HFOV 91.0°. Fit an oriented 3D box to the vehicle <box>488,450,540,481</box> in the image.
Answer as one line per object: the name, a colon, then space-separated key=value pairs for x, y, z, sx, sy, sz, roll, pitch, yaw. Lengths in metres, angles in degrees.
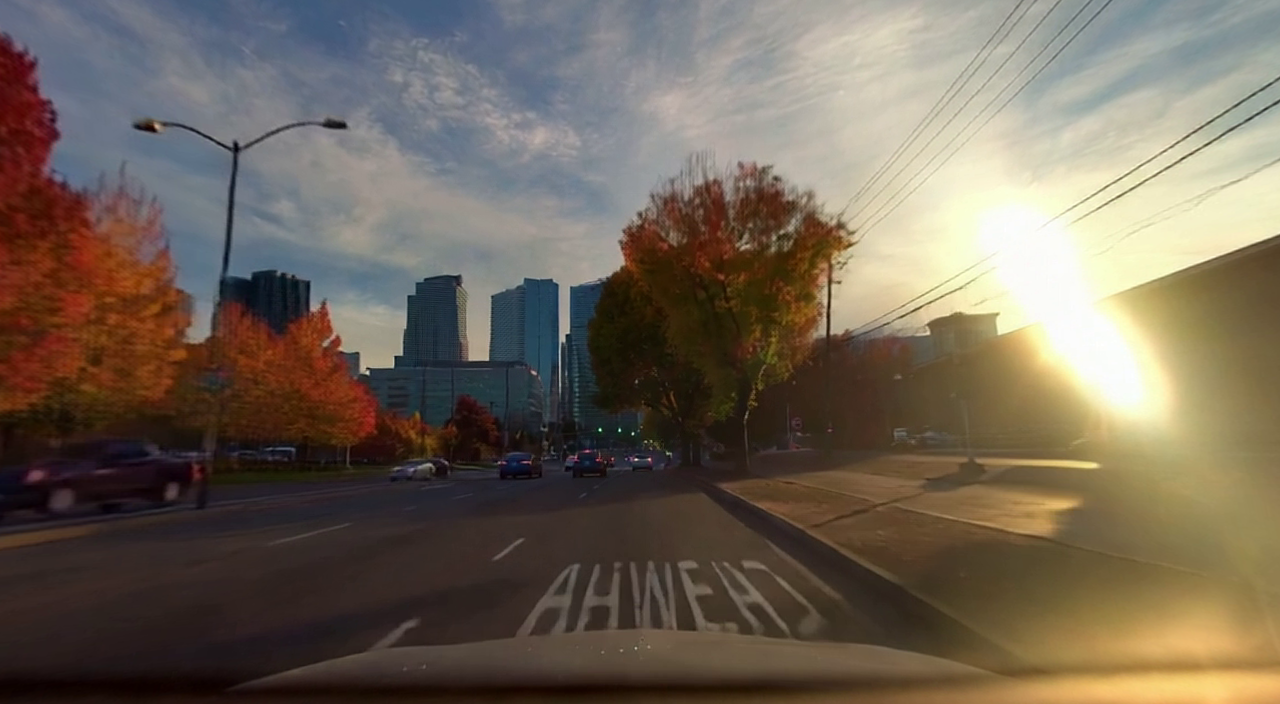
vehicle: x=-7.005 y=6.346 z=35.528 sx=1.932 sy=1.596 sz=4.247 roll=0 pitch=-8 yaw=2

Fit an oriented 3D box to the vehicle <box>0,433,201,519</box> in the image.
vehicle: x=-15.590 y=3.308 z=17.646 sx=2.276 sy=1.956 sz=5.850 roll=0 pitch=-8 yaw=1

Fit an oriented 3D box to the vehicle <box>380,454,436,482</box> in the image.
vehicle: x=-13.951 y=6.967 z=38.097 sx=1.909 sy=1.502 sz=4.355 roll=1 pitch=-8 yaw=-3

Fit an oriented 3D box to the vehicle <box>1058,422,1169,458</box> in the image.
vehicle: x=22.094 y=4.147 z=29.670 sx=1.884 sy=1.532 sz=4.745 roll=0 pitch=-8 yaw=5

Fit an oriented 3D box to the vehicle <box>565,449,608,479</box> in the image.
vehicle: x=-3.202 y=6.760 z=38.331 sx=2.085 sy=1.663 sz=4.513 roll=0 pitch=-8 yaw=2
